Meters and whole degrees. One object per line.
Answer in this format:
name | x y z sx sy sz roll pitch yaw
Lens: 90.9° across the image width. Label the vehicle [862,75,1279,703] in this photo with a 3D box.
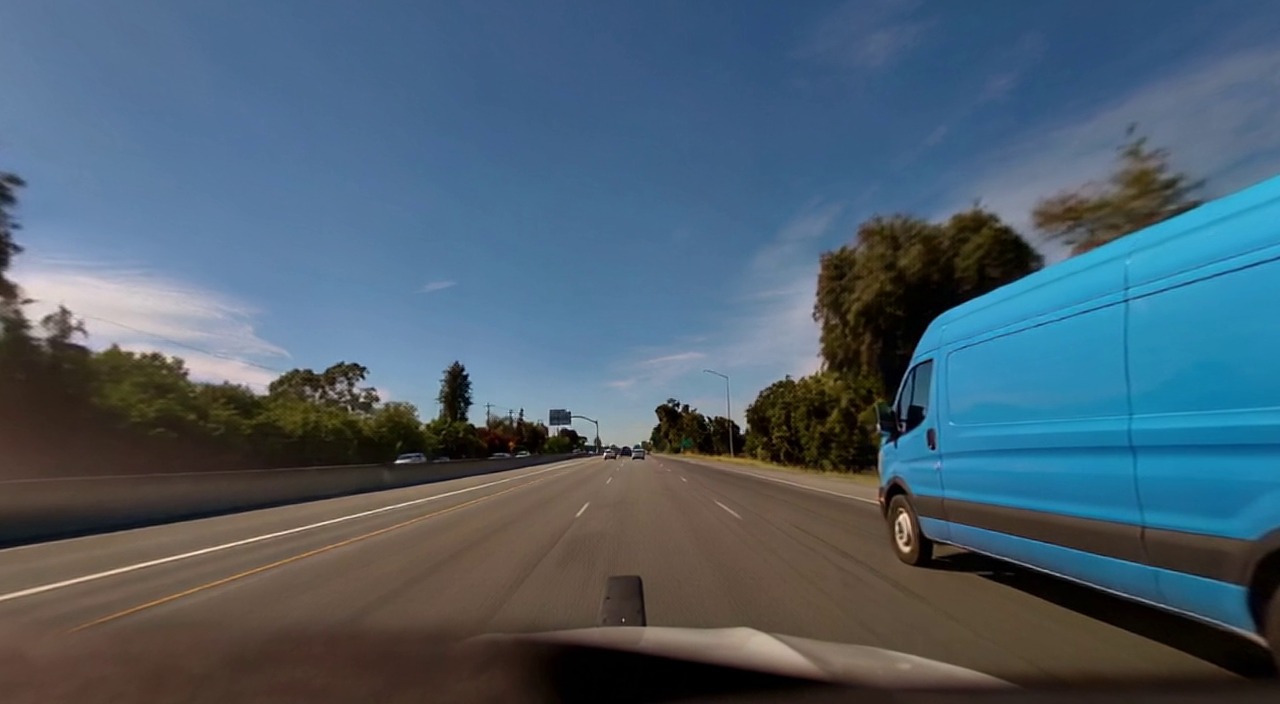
vehicle | 3.988 0.480 4.154 2.527 2.809 6.831 0 -9 0
